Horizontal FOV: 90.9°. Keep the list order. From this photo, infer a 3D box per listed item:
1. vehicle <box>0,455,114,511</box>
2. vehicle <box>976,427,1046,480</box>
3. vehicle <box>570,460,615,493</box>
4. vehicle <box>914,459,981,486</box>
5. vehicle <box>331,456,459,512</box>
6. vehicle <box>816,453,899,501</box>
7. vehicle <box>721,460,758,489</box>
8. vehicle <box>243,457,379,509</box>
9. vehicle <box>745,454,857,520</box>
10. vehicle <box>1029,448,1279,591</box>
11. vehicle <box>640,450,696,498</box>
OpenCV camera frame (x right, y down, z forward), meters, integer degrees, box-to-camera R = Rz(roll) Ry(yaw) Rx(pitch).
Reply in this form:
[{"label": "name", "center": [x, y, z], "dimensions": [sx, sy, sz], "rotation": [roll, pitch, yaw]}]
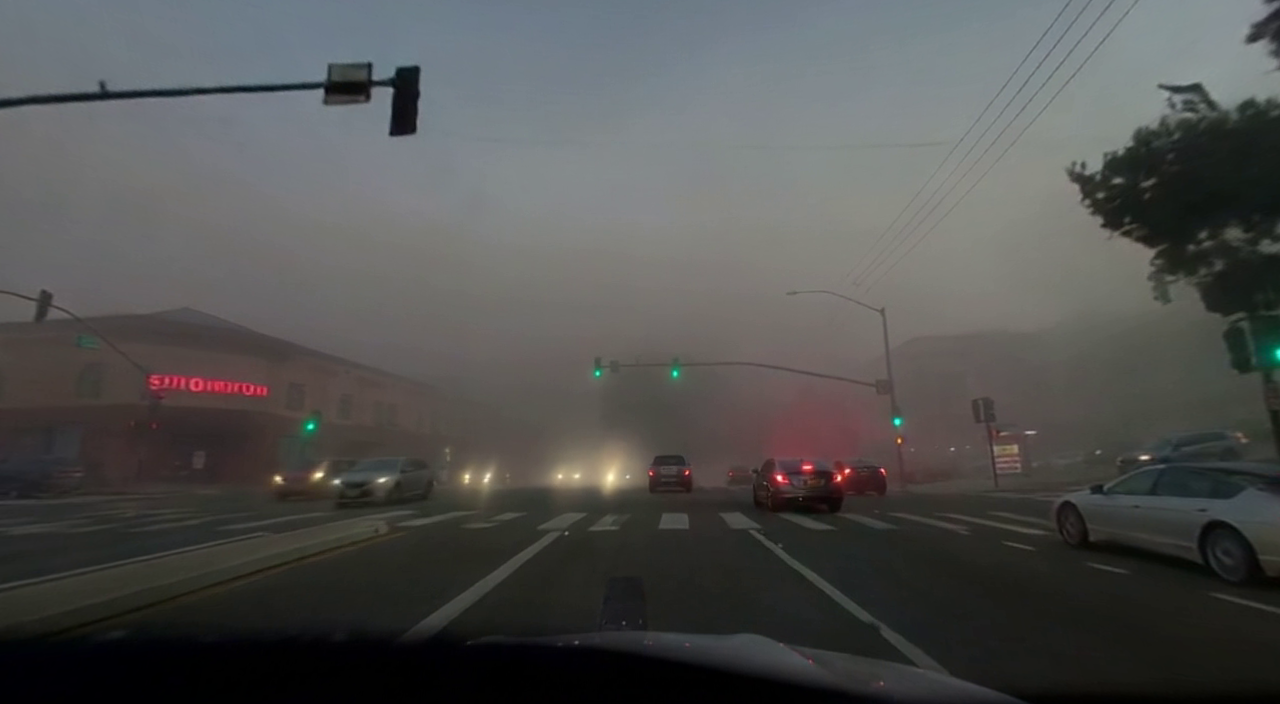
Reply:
[{"label": "vehicle", "center": [-18.623, 3.910, 19.195], "dimensions": [4.404, 1.462, 2.075], "rotation": [-4, -9, 23]}, {"label": "vehicle", "center": [19.577, 5.282, 33.104], "dimensions": [2.521, 2.491, 5.455], "rotation": [-7, -11, 34]}, {"label": "vehicle", "center": [-2.797, 7.462, 38.104], "dimensions": [2.041, 1.494, 4.647], "rotation": [-3, -6, 4]}, {"label": "vehicle", "center": [18.394, 7.163, 37.656], "dimensions": [4.373, 1.399, 2.052], "rotation": [8, -11, -41]}, {"label": "vehicle", "center": [-7.605, 4.124, 20.180], "dimensions": [1.993, 1.491, 4.673], "rotation": [-1, -9, 4]}, {"label": "vehicle", "center": [8.852, 5.093, 26.113], "dimensions": [2.040, 1.738, 4.414], "rotation": [0, -9, 3]}, {"label": "vehicle", "center": [6.618, 8.210, 42.360], "dimensions": [2.036, 1.719, 4.318], "rotation": [-1, -9, 4]}, {"label": "vehicle", "center": [-11.170, 4.449, 21.900], "dimensions": [1.938, 1.506, 4.771], "rotation": [-1, -9, 4]}, {"label": "vehicle", "center": [4.214, 3.588, 17.354], "dimensions": [1.963, 1.484, 4.609], "rotation": [0, -9, 1]}, {"label": "vehicle", "center": [7.663, 2.045, 8.532], "dimensions": [1.911, 1.466, 4.572], "rotation": [0, -9, 1]}, {"label": "vehicle", "center": [1.257, 5.189, 27.294], "dimensions": [2.210, 1.861, 4.280], "rotation": [-1, -9, 4]}]
